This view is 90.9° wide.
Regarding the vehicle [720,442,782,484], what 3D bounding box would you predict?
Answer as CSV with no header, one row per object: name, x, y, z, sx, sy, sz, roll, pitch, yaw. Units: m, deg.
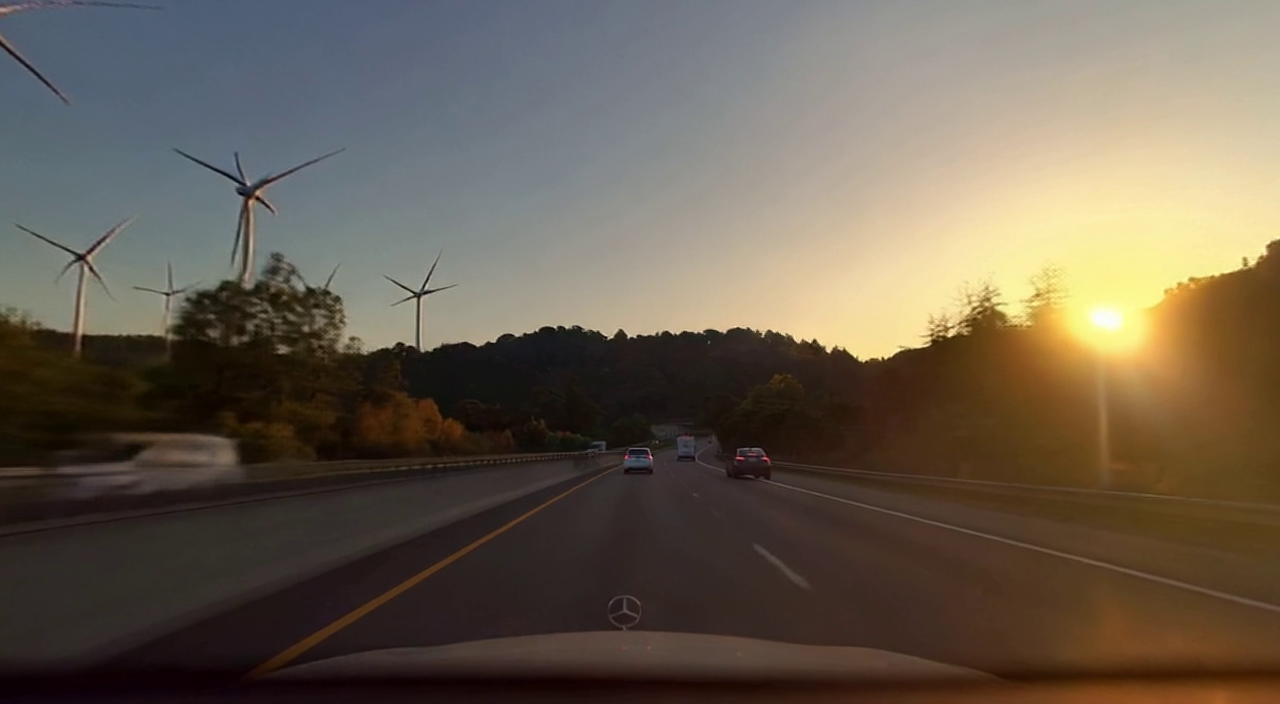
vehicle,4.872,4.955,28.373,2.040,1.721,4.507,0,-9,1

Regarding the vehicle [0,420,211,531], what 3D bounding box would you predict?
vehicle,-12.836,2.762,14.596,2.083,2.091,5.097,-1,-9,1

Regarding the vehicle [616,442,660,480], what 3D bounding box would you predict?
vehicle,-0.078,5.334,31.056,2.038,1.723,4.150,0,-9,1
